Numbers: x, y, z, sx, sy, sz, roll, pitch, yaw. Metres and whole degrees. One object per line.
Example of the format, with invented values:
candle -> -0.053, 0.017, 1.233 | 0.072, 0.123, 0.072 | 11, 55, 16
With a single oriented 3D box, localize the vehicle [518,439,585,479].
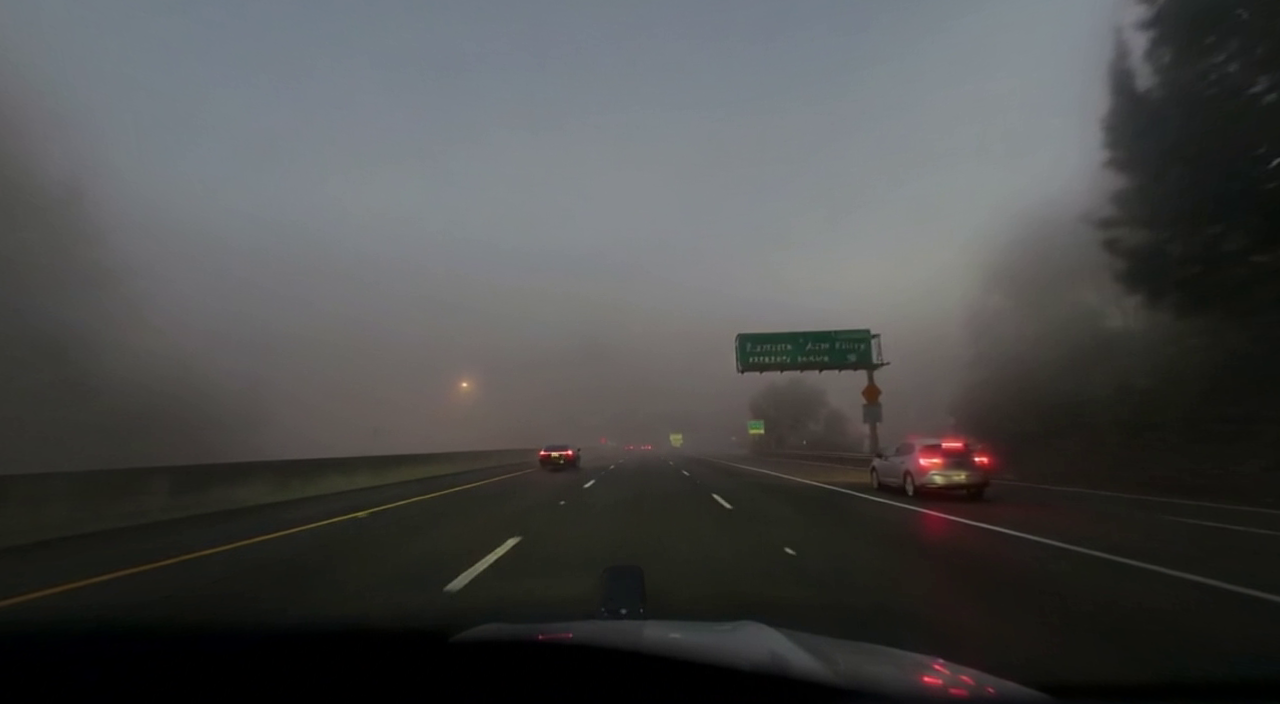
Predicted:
vehicle -> -3.630, 4.519, 26.723 | 2.055, 1.533, 4.604 | 0, -8, 2

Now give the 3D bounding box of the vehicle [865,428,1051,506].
vehicle -> 7.483, 2.756, 15.514 | 2.032, 1.601, 4.863 | 0, -8, 0
